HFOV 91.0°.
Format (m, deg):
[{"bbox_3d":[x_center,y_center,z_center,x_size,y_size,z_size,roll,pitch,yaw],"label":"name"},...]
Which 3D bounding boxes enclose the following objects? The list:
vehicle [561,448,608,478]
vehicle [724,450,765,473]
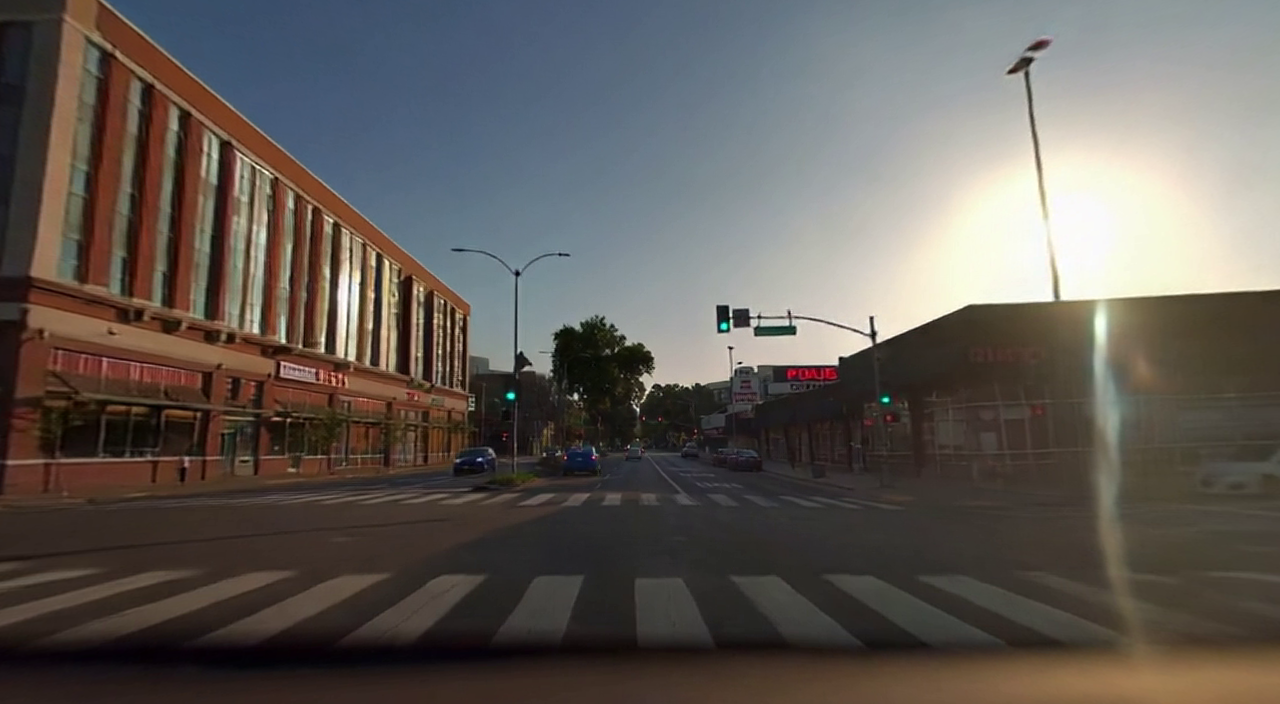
[{"bbox_3d":[-2.893,5.868,33.685,2.078,1.471,4.217,0,-9,0],"label":"vehicle"},{"bbox_3d":[7.209,7.557,43.781,1.968,1.493,4.878,0,-9,-1],"label":"vehicle"}]
